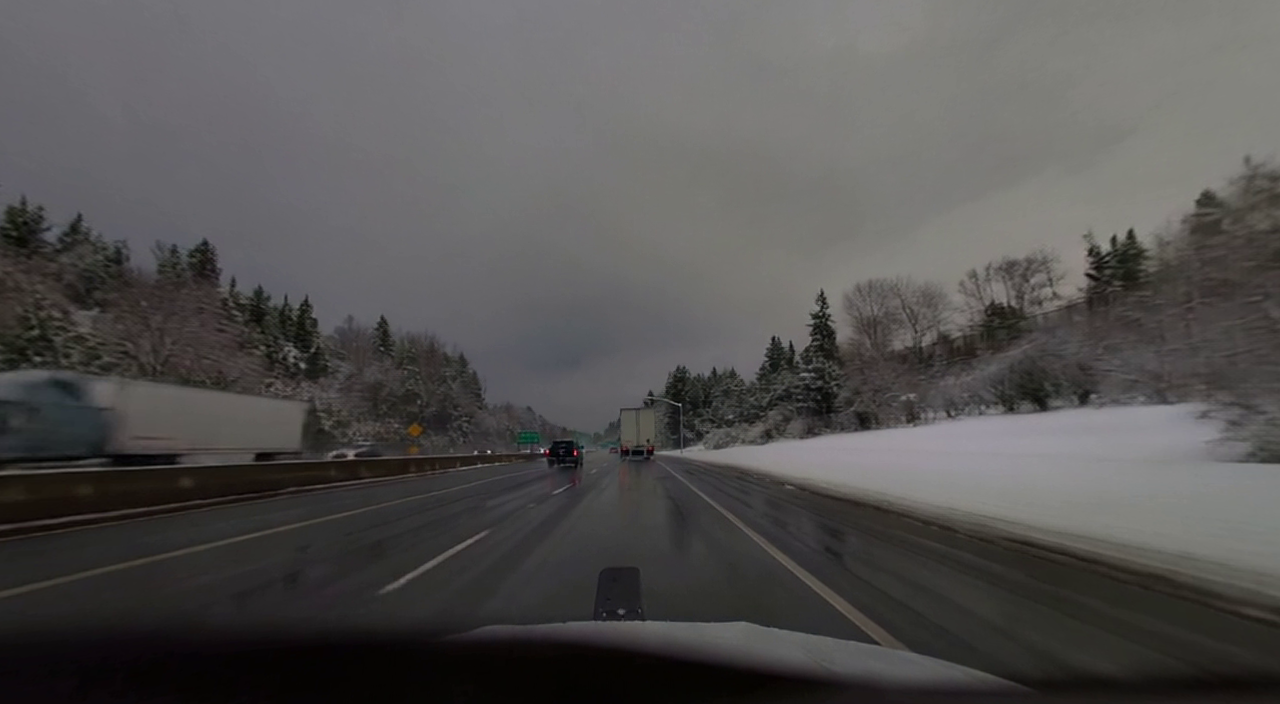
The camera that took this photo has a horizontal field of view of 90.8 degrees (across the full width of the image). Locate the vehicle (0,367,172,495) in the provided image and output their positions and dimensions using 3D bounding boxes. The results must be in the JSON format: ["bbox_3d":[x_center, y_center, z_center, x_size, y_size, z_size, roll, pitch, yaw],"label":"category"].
[{"bbox_3d":[-20.738,2.897,22.743,3.033,3.995,5.883,0,-9,-1],"label":"vehicle"}]

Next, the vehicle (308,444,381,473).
[{"bbox_3d":[-17.332,6.251,37.323,2.001,1.570,4.727,0,-9,0],"label":"vehicle"}]

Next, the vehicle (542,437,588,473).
[{"bbox_3d":[-4.296,5.969,36.746,2.139,1.925,4.312,0,-9,0],"label":"vehicle"}]
